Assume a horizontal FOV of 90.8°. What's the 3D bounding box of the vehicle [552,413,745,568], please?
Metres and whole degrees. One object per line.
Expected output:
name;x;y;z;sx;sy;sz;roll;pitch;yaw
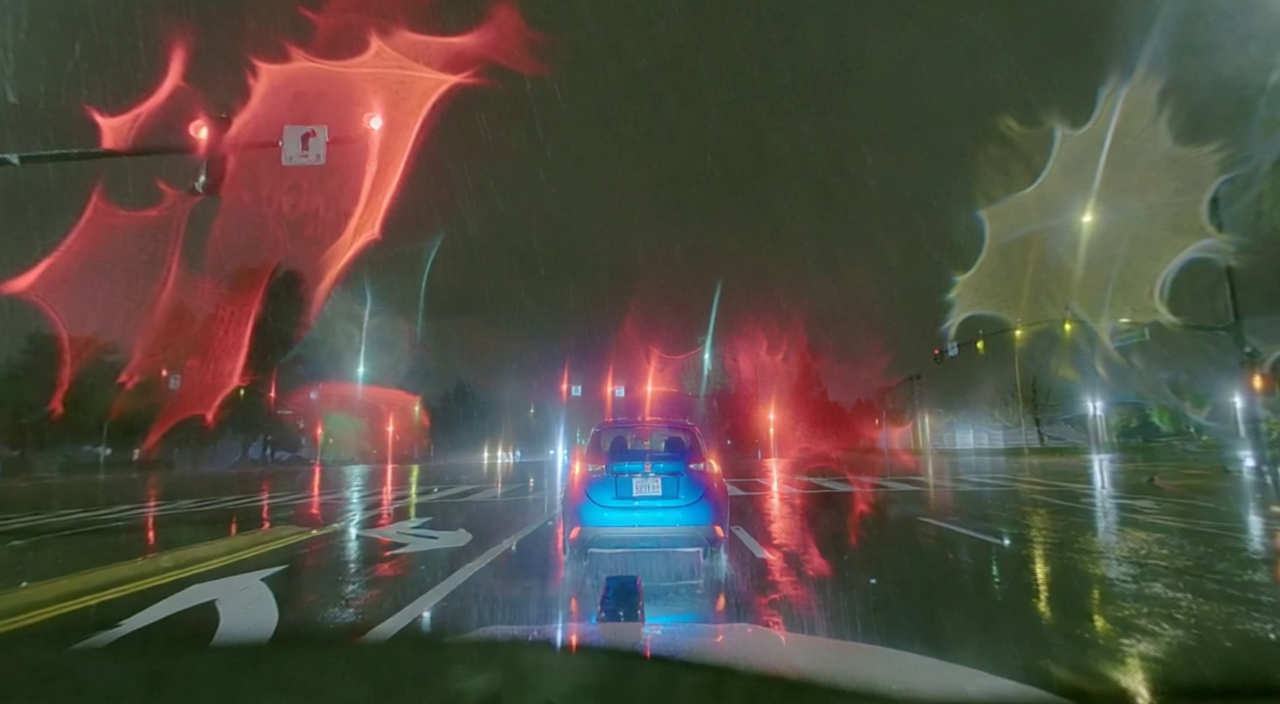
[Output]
vehicle;0.052;1.756;8.708;2.027;1.626;3.942;0;-8;-1
